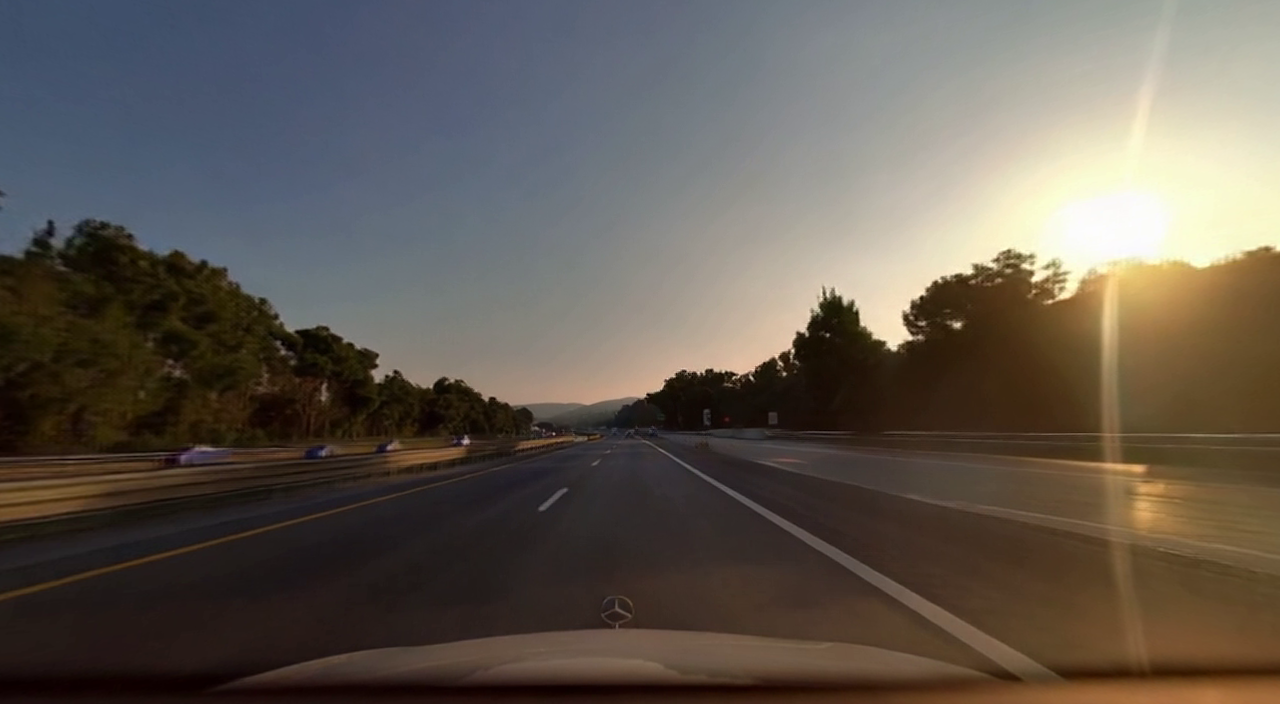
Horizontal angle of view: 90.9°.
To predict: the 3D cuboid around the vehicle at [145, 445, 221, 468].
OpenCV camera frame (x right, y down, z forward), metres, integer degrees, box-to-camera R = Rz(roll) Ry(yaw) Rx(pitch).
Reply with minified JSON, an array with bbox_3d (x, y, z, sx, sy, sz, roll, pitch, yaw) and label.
[{"bbox_3d":[-32.989,7.566,45.662,1.861,1.498,4.712,0,-8,1],"label":"vehicle"}]
